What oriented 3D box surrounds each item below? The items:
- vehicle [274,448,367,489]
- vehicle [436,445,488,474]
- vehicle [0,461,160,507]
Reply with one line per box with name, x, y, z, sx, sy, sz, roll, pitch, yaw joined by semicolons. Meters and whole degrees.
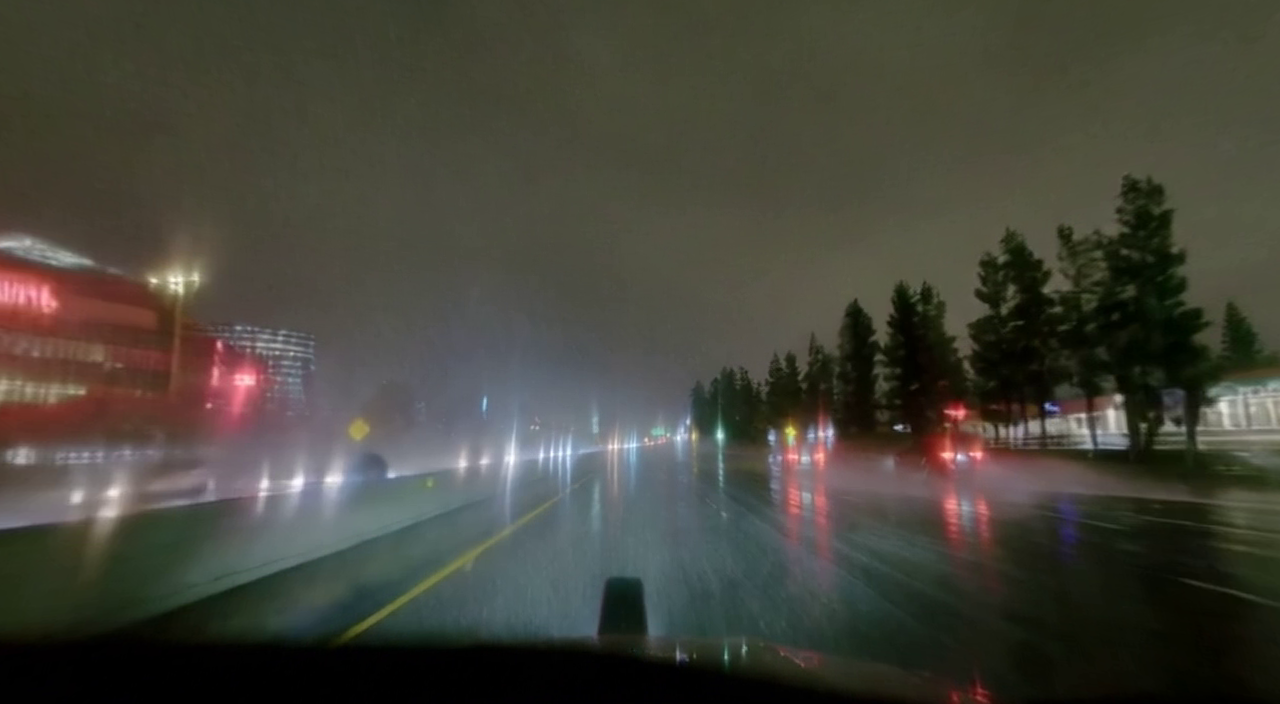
vehicle;-14.345;5.216;28.638;1.900;1.675;4.302;0;-8;1
vehicle;-10.413;6.297;37.216;1.853;1.614;4.047;0;-8;1
vehicle;-21.760;5.114;24.835;1.920;1.486;4.746;0;-8;1
